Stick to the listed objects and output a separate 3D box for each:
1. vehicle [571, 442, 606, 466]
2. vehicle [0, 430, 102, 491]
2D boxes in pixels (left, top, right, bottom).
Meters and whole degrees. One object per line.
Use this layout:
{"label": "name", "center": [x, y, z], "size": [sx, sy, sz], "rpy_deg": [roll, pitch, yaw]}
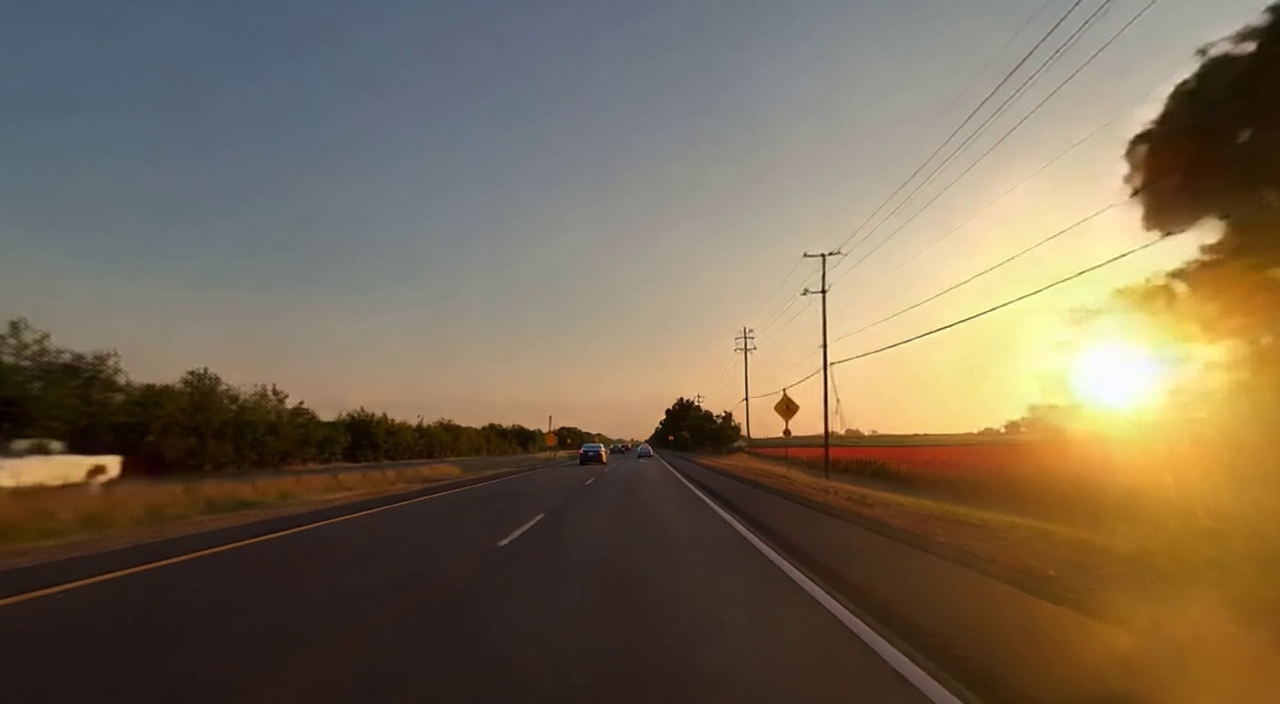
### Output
{"label": "vehicle", "center": [-3.572, 7.259, 44.807], "size": [2.120, 1.597, 4.810], "rpy_deg": [0, -9, 0]}
{"label": "vehicle", "center": [-21.381, 3.507, 20.341], "size": [2.445, 1.917, 6.250], "rpy_deg": [0, -9, 0]}
